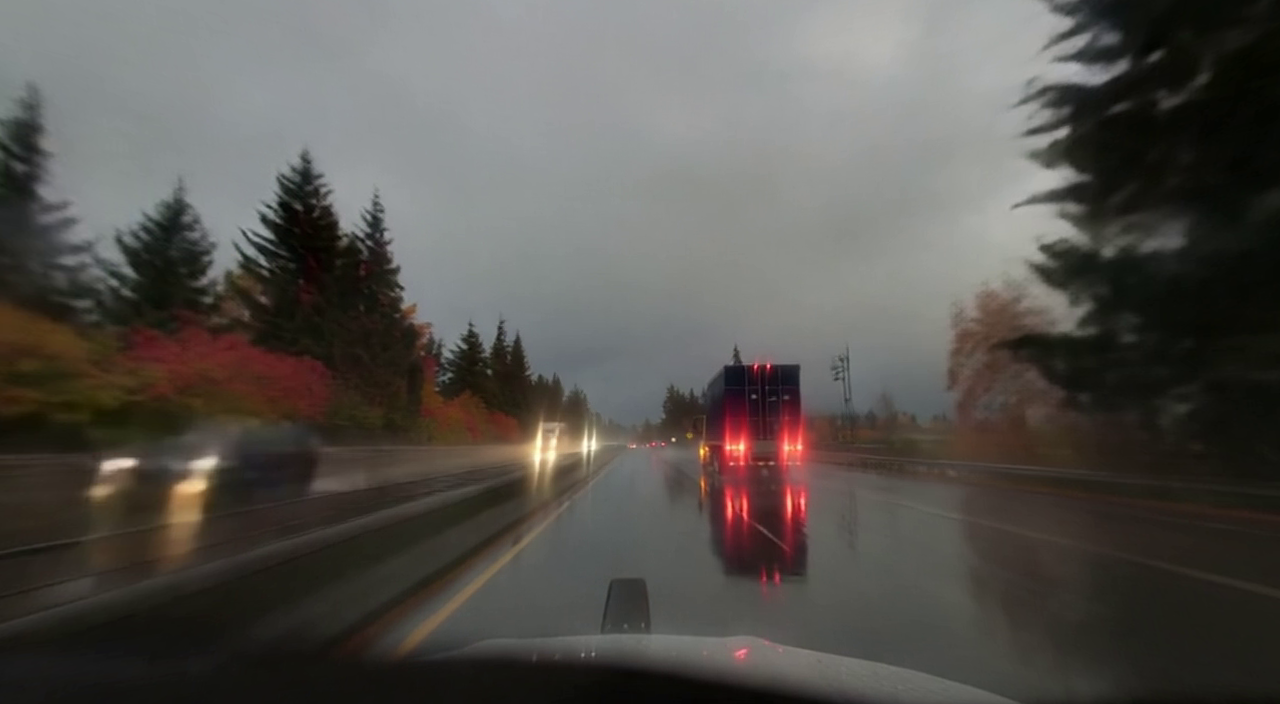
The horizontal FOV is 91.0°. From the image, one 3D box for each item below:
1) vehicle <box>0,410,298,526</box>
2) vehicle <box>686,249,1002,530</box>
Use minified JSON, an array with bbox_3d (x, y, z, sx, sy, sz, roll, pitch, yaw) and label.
[{"bbox_3d":[-8.207,1.894,10.799,1.986,1.541,4.670,0,-8,1],"label":"vehicle"},{"bbox_3d":[3.570,1.508,16.572,3.691,4.331,13.909,0,-8,0],"label":"vehicle"}]
